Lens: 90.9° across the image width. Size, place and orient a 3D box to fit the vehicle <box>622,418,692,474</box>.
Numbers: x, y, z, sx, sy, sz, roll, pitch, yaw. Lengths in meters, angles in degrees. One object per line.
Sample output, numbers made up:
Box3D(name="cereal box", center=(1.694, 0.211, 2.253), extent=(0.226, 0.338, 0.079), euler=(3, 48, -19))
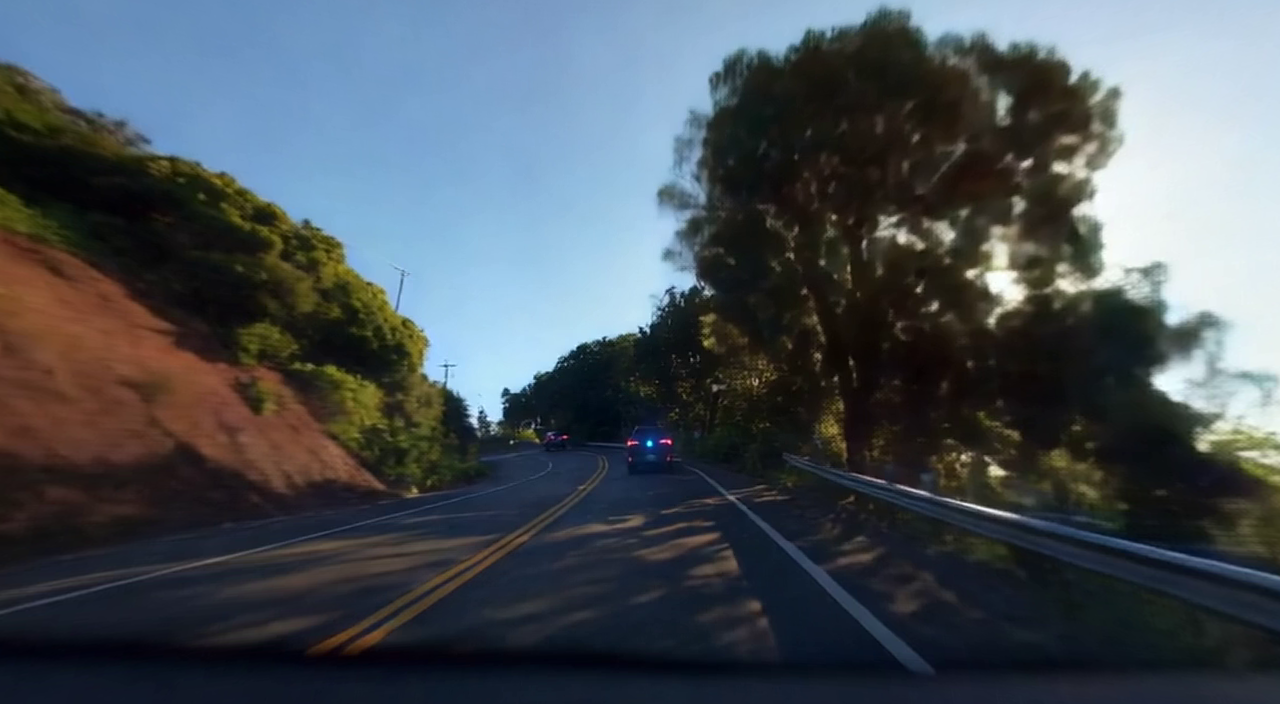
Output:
Box3D(name="vehicle", center=(0.537, 3.848, 25.873), extent=(2.500, 1.961, 5.637), euler=(-2, -8, -2))
